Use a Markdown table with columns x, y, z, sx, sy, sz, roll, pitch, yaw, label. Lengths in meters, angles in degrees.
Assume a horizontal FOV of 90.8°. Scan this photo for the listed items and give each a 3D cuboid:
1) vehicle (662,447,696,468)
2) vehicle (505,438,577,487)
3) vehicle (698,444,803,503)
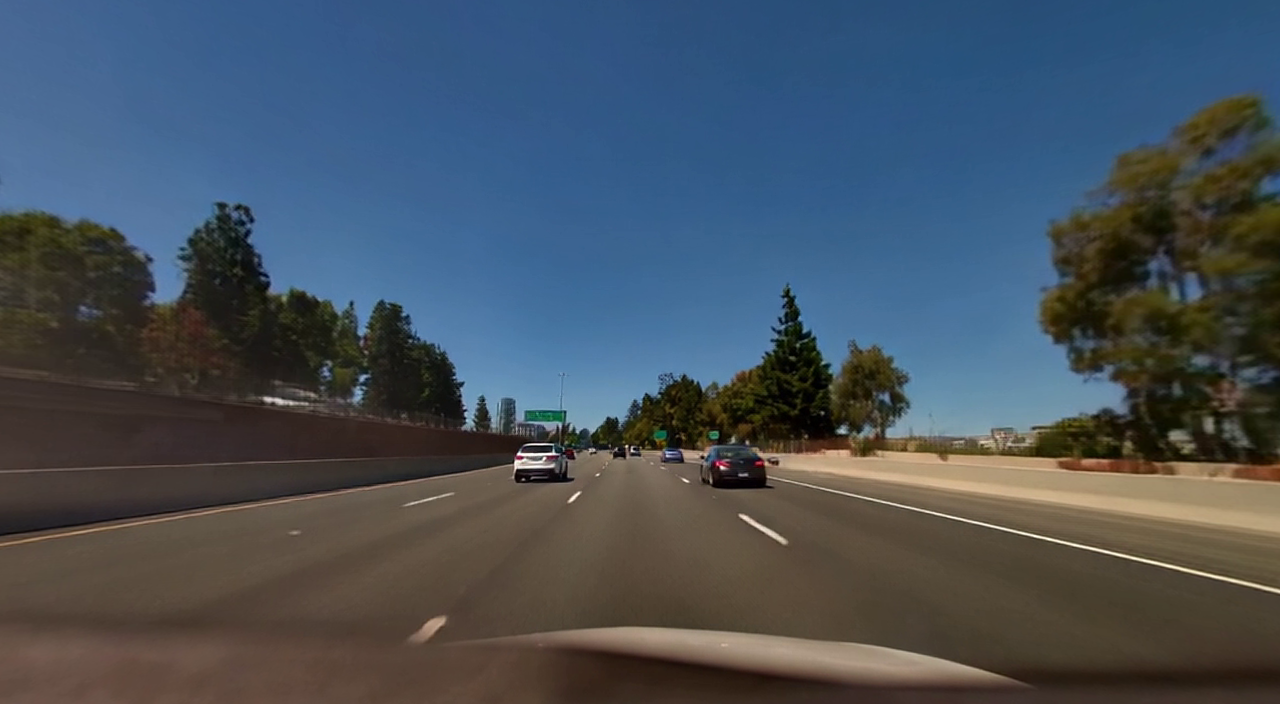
| x | y | z | sx | sy | sz | roll | pitch | yaw | label |
| --- | --- | --- | --- | --- | --- | --- | --- | --- | --- |
| 2.811 | 7.683 | 46.072 | 2.021 | 1.447 | 3.985 | 0 | -9 | -3 | vehicle |
| -3.871 | 4.390 | 25.444 | 2.244 | 1.755 | 4.417 | 0 | -9 | -1 | vehicle |
| 2.927 | 3.331 | 17.826 | 1.947 | 1.437 | 4.345 | 0 | -9 | -3 | vehicle |
